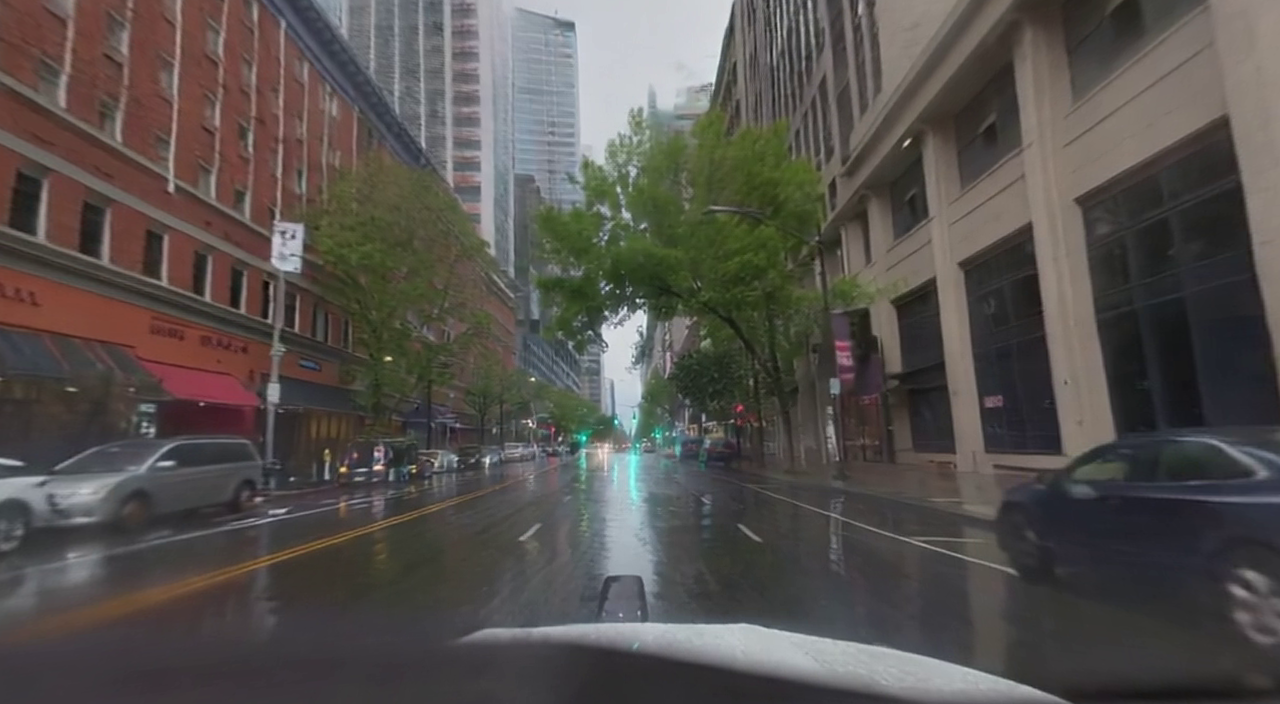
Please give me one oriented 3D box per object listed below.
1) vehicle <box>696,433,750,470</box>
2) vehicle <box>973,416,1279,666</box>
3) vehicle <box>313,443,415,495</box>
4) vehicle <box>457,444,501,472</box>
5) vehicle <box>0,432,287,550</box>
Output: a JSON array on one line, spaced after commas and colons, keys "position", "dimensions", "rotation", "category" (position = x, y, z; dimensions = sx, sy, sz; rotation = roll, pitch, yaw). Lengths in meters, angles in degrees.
[{"position": [4.575, 5.577, 35.582], "dimensions": [2.237, 1.908, 5.320], "rotation": [0, -8, -1], "category": "vehicle"}, {"position": [4.911, 1.345, 5.148], "dimensions": [1.929, 1.522, 4.543], "rotation": [0, -8, 0], "category": "vehicle"}, {"position": [-11.358, 4.796, 26.492], "dimensions": [1.970, 1.828, 5.519], "rotation": [-3, -8, -2], "category": "vehicle"}, {"position": [-11.330, 7.489, 44.748], "dimensions": [2.039, 1.770, 4.445], "rotation": [-3, -9, -1], "category": "vehicle"}, {"position": [-10.898, 2.912, 14.107], "dimensions": [2.574, 1.922, 6.292], "rotation": [-4, -9, -1], "category": "vehicle"}]
